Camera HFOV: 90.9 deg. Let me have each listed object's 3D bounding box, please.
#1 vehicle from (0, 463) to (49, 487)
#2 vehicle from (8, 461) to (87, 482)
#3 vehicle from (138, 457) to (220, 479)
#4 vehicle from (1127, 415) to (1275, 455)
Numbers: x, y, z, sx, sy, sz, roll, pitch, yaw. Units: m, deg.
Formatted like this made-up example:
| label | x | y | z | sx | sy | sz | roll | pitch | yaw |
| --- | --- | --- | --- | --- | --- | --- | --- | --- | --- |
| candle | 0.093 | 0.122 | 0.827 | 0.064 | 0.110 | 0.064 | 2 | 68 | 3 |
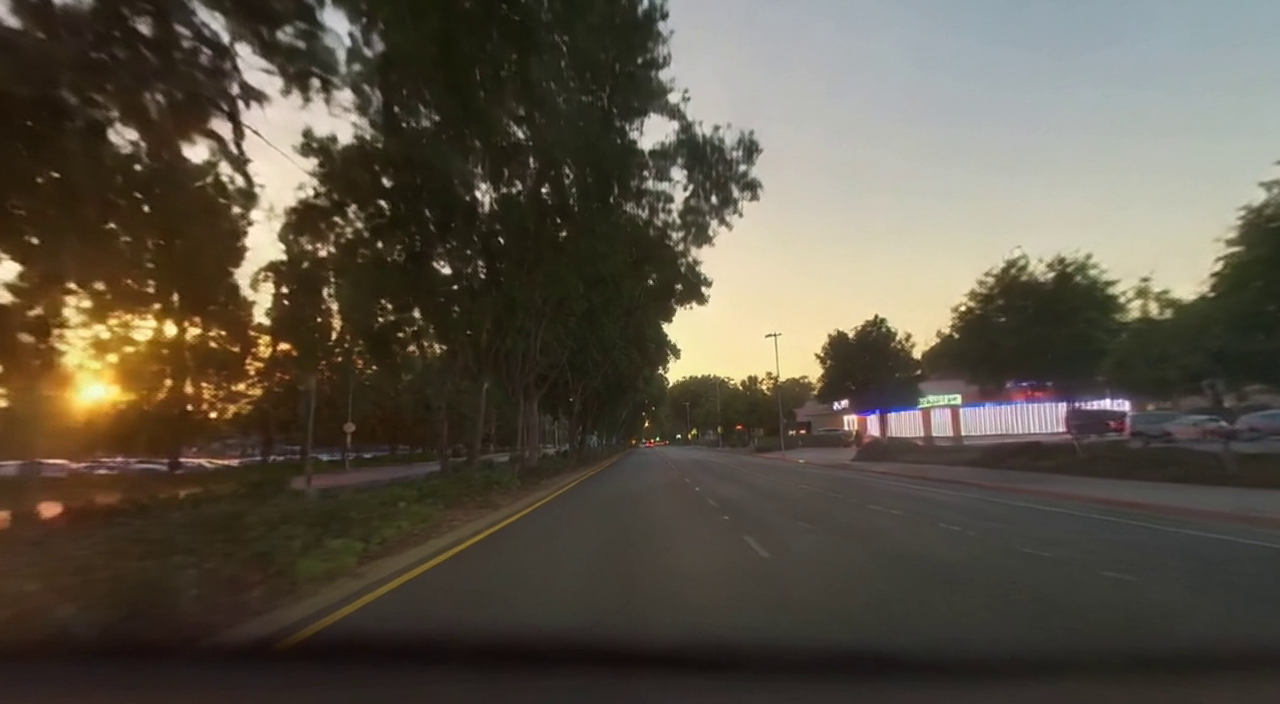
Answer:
| label | x | y | z | sx | sy | sz | roll | pitch | yaw |
| --- | --- | --- | --- | --- | --- | --- | --- | --- | --- |
| vehicle | -44.276 | 8.590 | 44.068 | 1.784 | 1.486 | 4.167 | 0 | -8 | 1 |
| vehicle | -46.844 | 9.457 | 49.977 | 1.843 | 1.525 | 4.352 | 0 | -9 | 4 |
| vehicle | -31.009 | 7.855 | 42.493 | 3.970 | 1.408 | 1.825 | 1 | -11 | -7 |
| vehicle | 31.855 | 4.756 | 35.969 | 6.116 | 1.924 | 2.287 | -3 | -7 | 1 |
